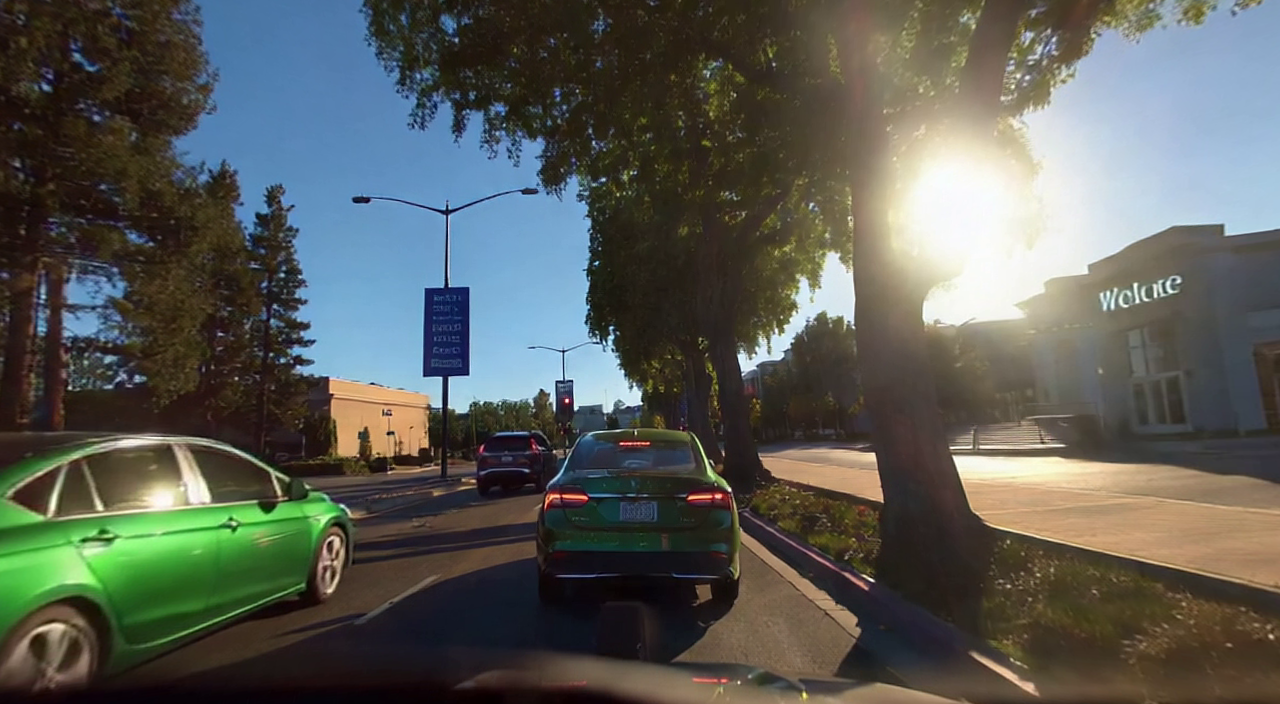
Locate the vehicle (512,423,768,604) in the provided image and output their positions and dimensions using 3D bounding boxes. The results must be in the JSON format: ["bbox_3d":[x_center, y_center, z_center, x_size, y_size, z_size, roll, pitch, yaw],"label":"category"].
[{"bbox_3d":[-0.059,1.635,7.302,2.126,1.475,3.967,0,-8,-2],"label":"vehicle"}]

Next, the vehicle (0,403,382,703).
[{"bbox_3d":[-3.499,1.156,3.859,1.961,1.487,4.453,0,-8,0],"label":"vehicle"}]
